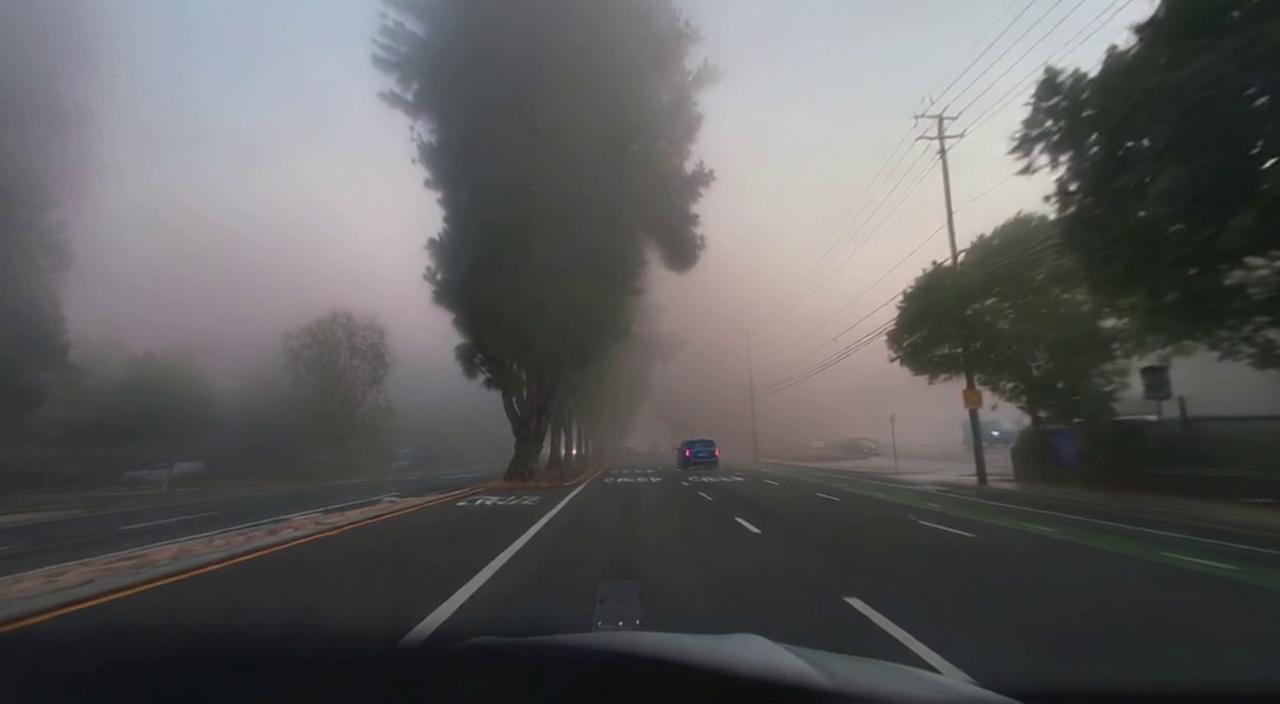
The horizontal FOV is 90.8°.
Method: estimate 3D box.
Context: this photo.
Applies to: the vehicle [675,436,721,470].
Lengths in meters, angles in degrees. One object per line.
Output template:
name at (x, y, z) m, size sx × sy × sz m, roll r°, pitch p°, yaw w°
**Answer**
vehicle at (3.257, 5.762, 36.332) m, size 2.086 × 1.803 × 4.607 m, roll 0°, pitch -8°, yaw -2°
